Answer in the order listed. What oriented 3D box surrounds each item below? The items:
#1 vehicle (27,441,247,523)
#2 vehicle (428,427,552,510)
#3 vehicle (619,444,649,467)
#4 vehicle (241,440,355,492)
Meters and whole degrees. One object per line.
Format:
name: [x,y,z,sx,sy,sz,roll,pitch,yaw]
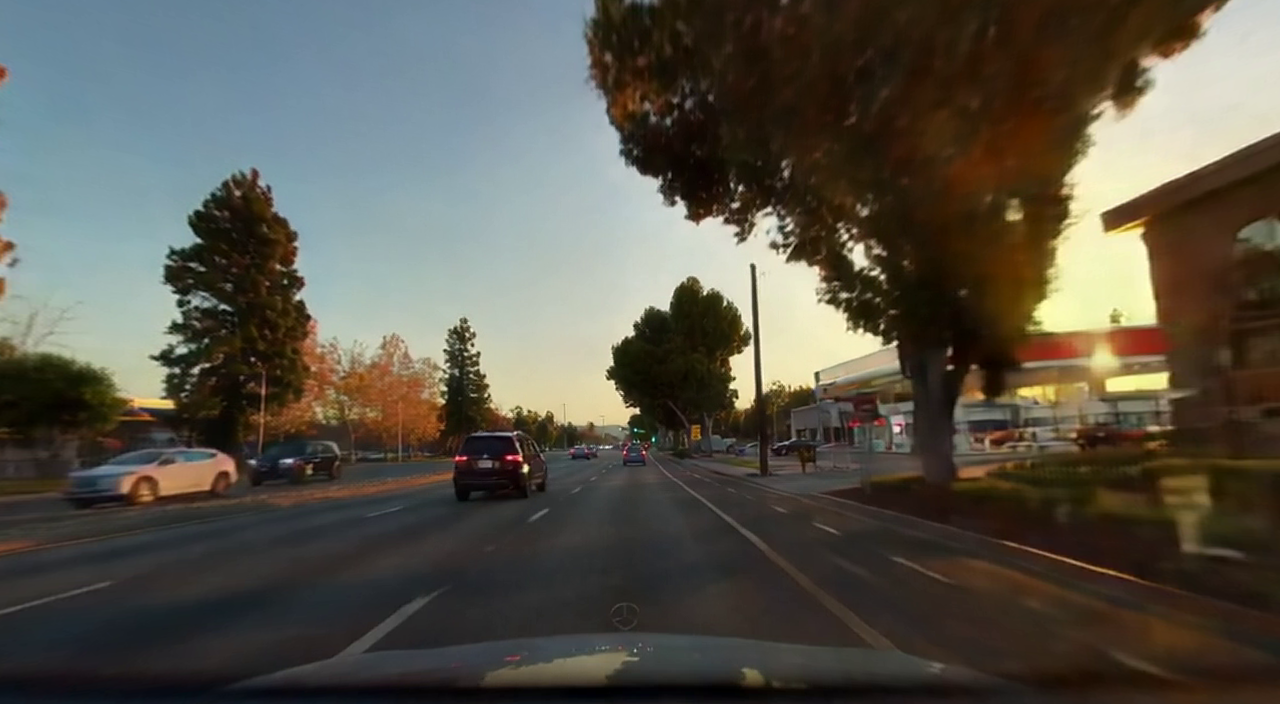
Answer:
vehicle: [-11.839,3.018,15.350,1.861,1.550,4.321,-4,-8,-1]
vehicle: [-3.555,2.845,15.957,1.985,1.772,4.479,0,-8,0]
vehicle: [-0.421,7.793,47.736,2.190,1.662,4.167,0,-8,1]
vehicle: [-11.807,3.935,22.172,1.893,1.622,4.161,1,-8,-4]
